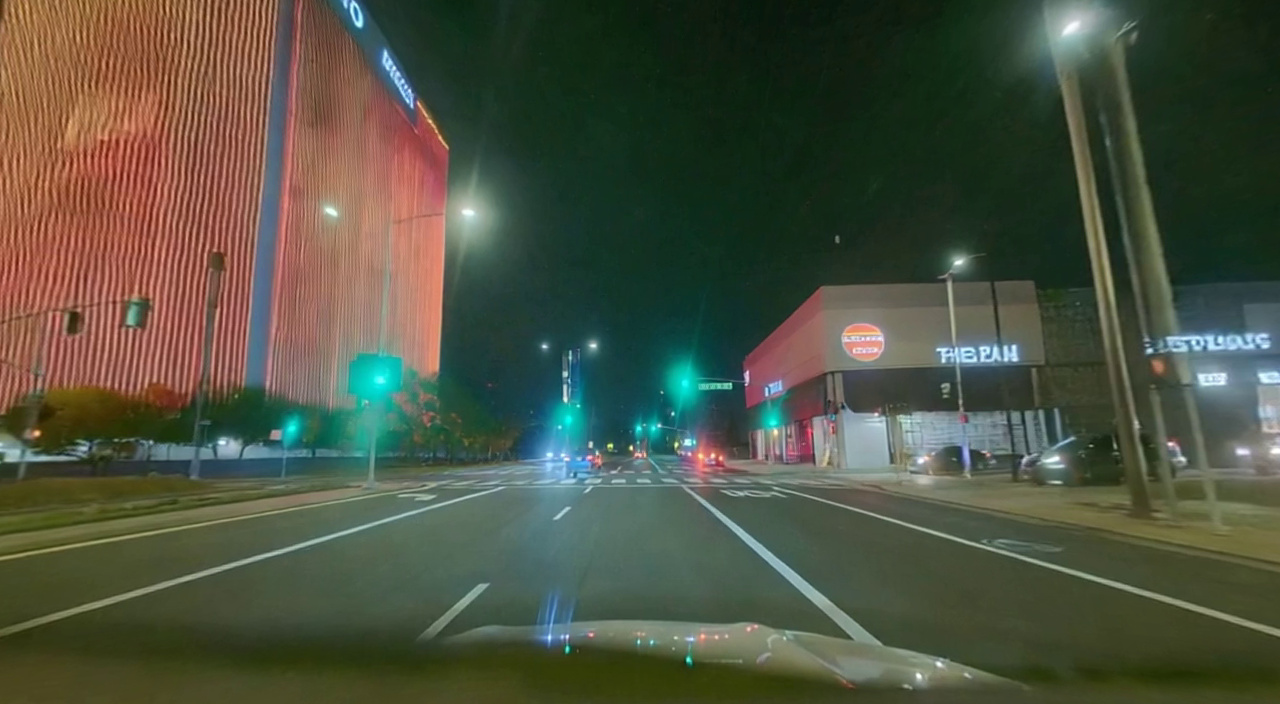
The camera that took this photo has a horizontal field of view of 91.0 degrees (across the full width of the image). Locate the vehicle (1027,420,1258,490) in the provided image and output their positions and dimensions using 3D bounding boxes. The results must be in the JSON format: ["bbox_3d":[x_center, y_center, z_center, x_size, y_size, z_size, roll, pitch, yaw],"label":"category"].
[{"bbox_3d":[15.300,3.191,19.436,5.130,1.810,2.126,-2,-10,0],"label":"vehicle"}]

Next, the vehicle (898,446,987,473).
[{"bbox_3d":[17.351,6.168,36.218,4.040,1.514,2.095,0,-9,-2],"label":"vehicle"}]

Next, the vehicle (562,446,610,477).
[{"bbox_3d":[-2.745,5.674,32.826,2.078,1.471,4.217,0,-9,0],"label":"vehicle"}]
